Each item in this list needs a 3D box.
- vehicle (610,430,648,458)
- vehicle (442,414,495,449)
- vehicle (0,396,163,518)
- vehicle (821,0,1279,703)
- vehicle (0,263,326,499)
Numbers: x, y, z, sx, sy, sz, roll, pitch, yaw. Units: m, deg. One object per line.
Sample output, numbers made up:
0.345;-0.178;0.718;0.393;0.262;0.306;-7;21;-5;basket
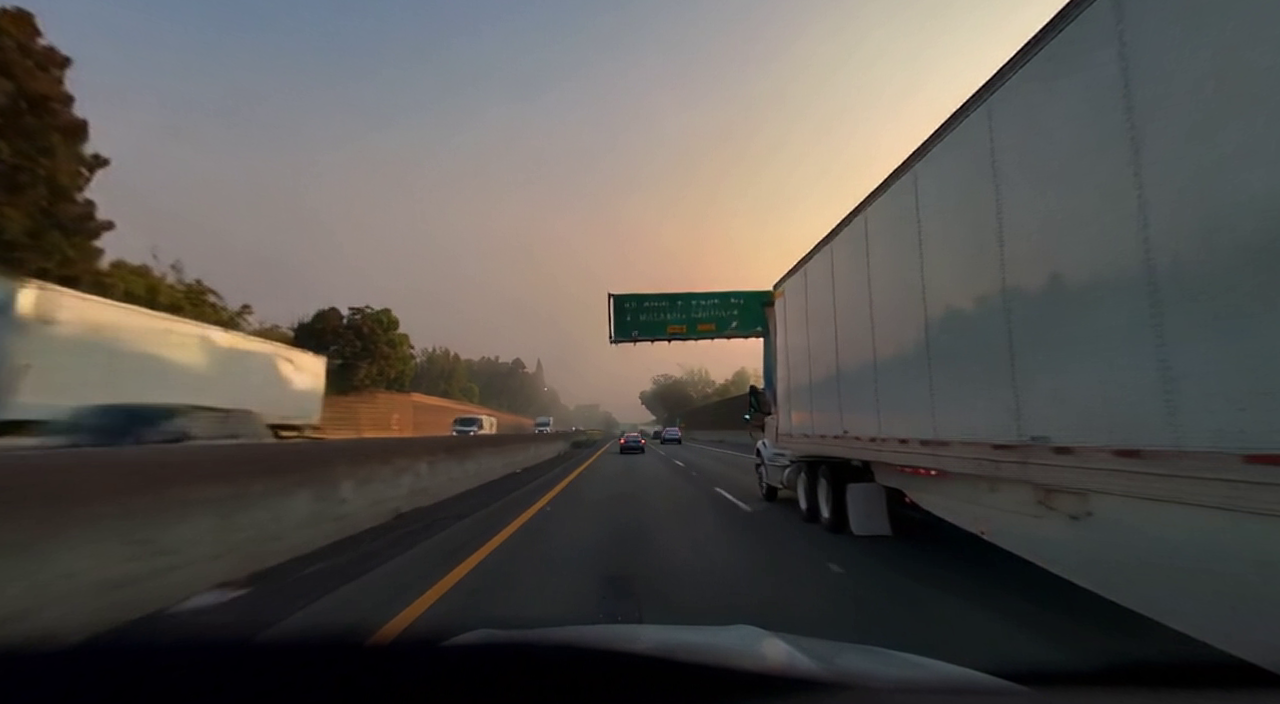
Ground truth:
-0.645;5.332;36.745;2.119;1.480;4.000;-1;-7;-1;vehicle
-13.320;6.256;49.407;2.332;2.493;6.723;-1;-7;-1;vehicle
-8.873;1.355;8.160;1.906;1.499;4.537;0;-7;-2;vehicle
4.229;-0.432;2.054;2.953;4.045;13.843;0;-7;-1;vehicle
-12.789;1.121;15.623;2.898;4.098;14.464;0;-7;-1;vehicle
